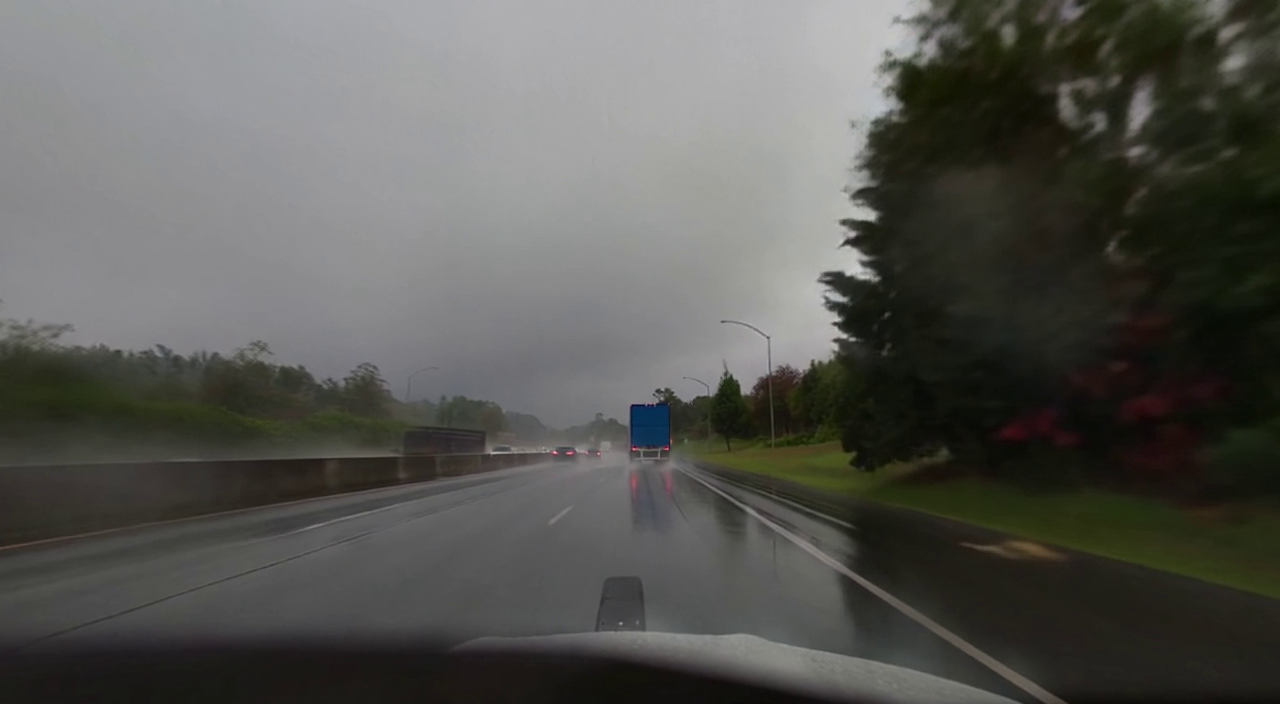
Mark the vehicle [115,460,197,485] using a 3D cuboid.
[{"bbox_3d":[-35.484,8.816,46.374,1.871,1.622,4.890,0,-9,5],"label":"vehicle"}]
